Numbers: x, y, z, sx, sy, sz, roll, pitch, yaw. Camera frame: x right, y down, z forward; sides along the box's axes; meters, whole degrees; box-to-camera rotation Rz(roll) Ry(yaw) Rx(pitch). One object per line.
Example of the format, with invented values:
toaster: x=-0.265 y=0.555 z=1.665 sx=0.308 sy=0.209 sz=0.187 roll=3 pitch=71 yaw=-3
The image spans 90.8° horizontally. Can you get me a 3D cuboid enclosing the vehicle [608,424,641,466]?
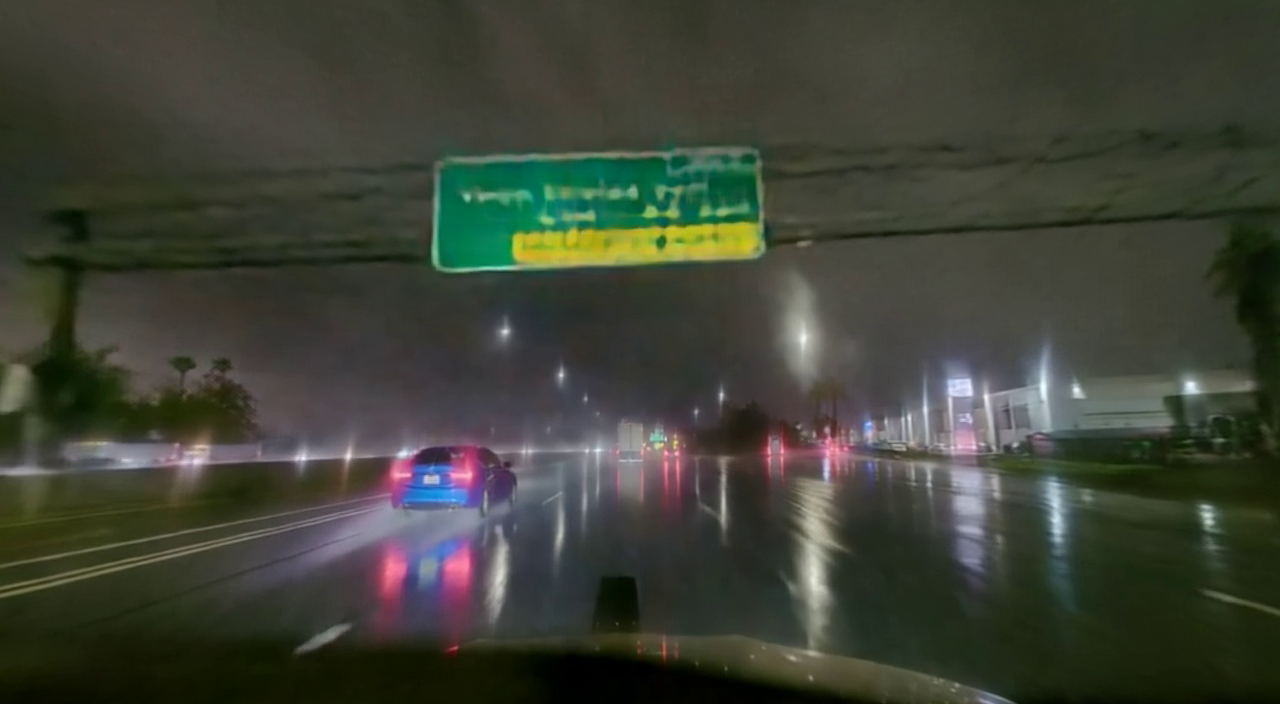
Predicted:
vehicle: x=-1.217 y=7.119 z=48.246 sx=2.364 sy=2.953 sz=6.495 roll=0 pitch=-8 yaw=-2

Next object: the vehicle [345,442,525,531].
vehicle: x=-3.778 y=2.543 z=12.604 sx=2.097 sy=1.447 sz=4.291 roll=0 pitch=-8 yaw=1
